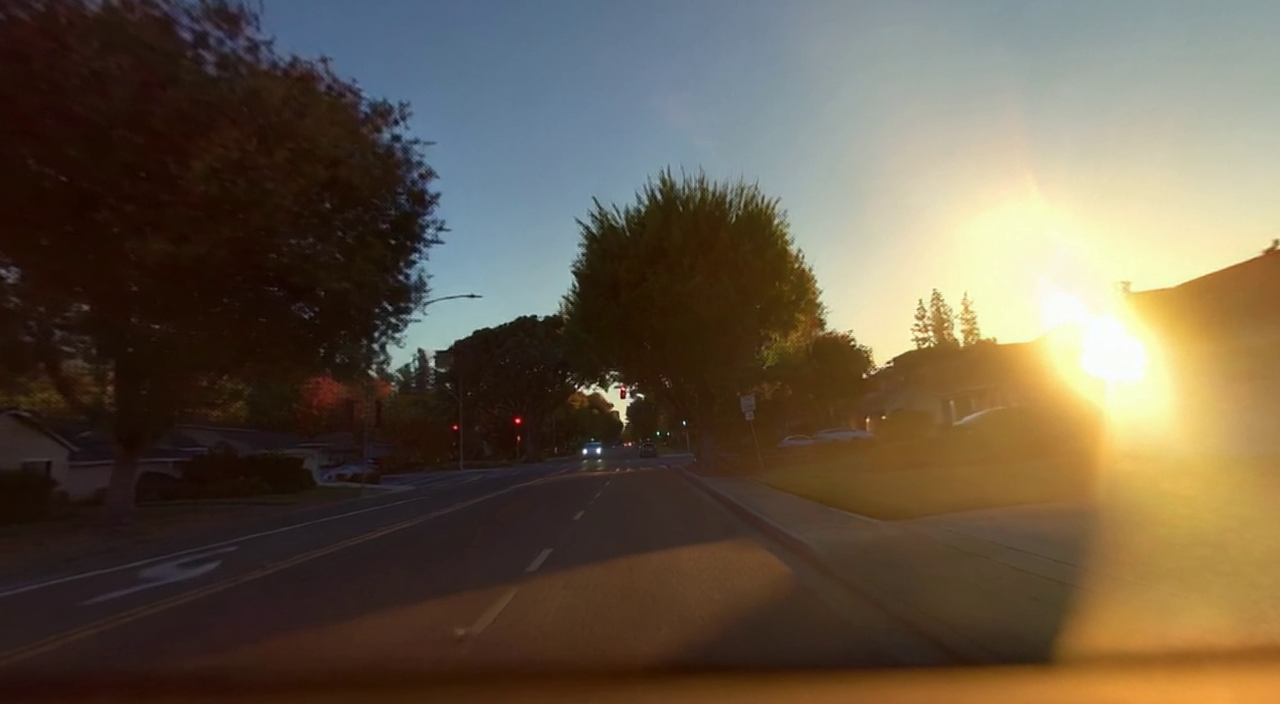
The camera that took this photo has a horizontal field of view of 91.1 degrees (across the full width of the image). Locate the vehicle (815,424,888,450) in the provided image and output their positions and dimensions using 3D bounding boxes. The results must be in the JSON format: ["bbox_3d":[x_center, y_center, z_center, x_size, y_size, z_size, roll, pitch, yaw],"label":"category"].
[{"bbox_3d":[14.508,5.868,43.222,4.319,1.700,2.034,0,-8,1],"label":"vehicle"}]
